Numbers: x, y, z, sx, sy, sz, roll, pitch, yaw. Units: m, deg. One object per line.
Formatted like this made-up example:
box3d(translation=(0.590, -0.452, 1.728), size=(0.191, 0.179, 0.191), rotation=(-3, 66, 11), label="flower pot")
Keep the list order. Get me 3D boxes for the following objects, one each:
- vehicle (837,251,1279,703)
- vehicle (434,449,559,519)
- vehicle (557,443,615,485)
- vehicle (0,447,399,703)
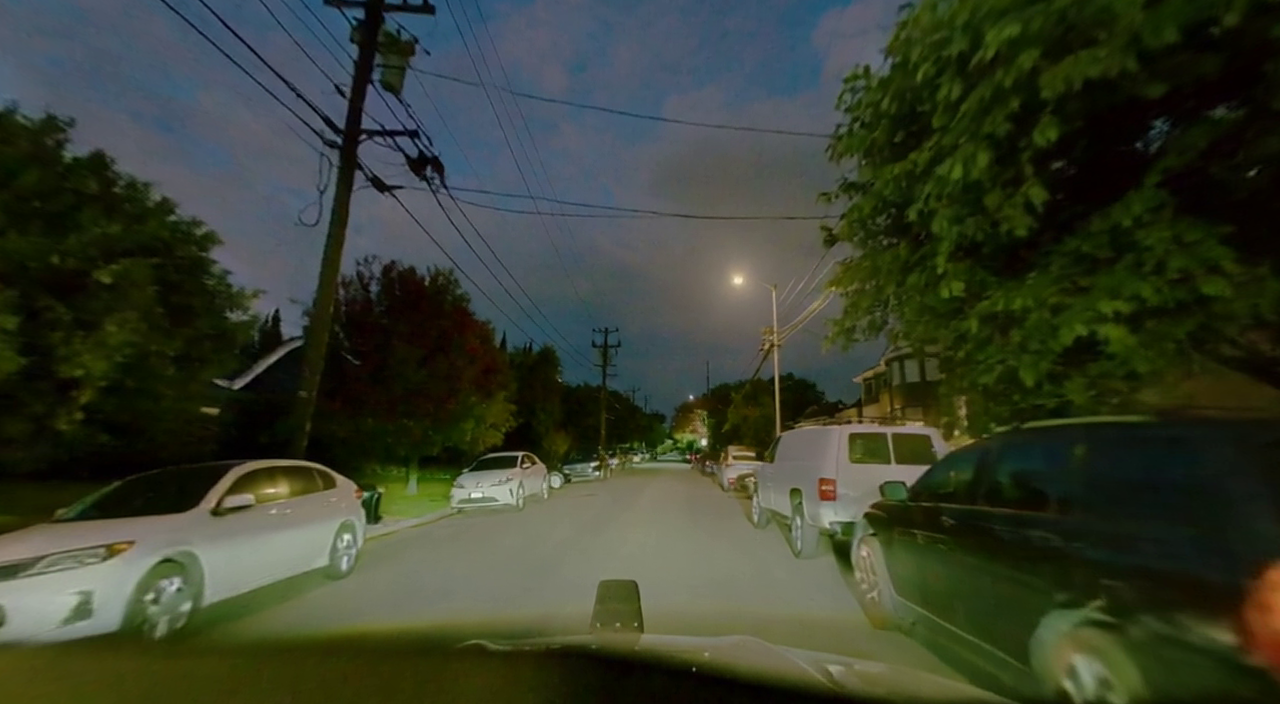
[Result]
box3d(translation=(2.672, 0.958, 3.323), size=(1.992, 1.853, 4.704), rotation=(-1, -9, 4), label="vehicle")
box3d(translation=(-3.580, 3.384, 16.781), size=(1.988, 1.541, 4.686), rotation=(-1, -9, 3), label="vehicle")
box3d(translation=(-2.638, 5.618, 32.165), size=(2.280, 1.953, 5.092), rotation=(-1, -9, 3), label="vehicle")
box3d(translation=(-4.225, 1.687, 6.067), size=(1.796, 1.532, 4.244), rotation=(-1, -9, 6), label="vehicle")
